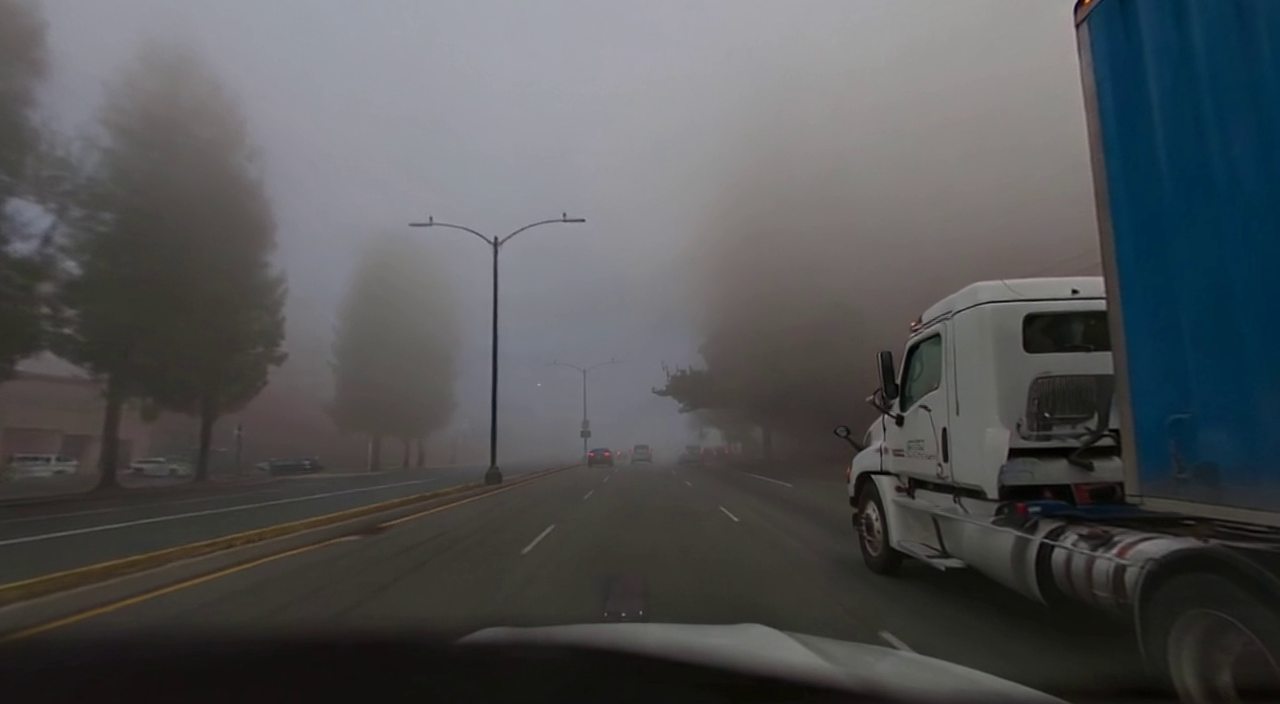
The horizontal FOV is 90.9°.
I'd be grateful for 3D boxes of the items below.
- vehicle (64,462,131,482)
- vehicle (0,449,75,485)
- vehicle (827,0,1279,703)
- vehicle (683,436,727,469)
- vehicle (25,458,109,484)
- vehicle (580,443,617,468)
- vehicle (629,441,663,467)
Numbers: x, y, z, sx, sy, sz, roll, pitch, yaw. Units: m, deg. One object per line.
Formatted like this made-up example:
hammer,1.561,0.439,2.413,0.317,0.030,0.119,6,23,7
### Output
vehicle,-42.846,9.449,49.858,1.897,1.429,3.741,-1,-8,3
vehicle,-48.039,9.029,49.636,2.215,2.552,5.160,-2,-8,-1
vehicle,3.603,-0.218,3.019,3.006,3.679,8.506,-1,-8,2
vehicle,3.952,6.209,39.142,2.196,1.908,4.412,0,-8,-1
vehicle,-45.291,9.373,49.990,2.135,1.791,4.777,-1,-8,1
vehicle,-2.790,7.103,43.471,2.211,1.537,4.666,-1,-8,1
vehicle,0.419,7.043,43.802,2.276,1.704,3.925,-1,-8,1
